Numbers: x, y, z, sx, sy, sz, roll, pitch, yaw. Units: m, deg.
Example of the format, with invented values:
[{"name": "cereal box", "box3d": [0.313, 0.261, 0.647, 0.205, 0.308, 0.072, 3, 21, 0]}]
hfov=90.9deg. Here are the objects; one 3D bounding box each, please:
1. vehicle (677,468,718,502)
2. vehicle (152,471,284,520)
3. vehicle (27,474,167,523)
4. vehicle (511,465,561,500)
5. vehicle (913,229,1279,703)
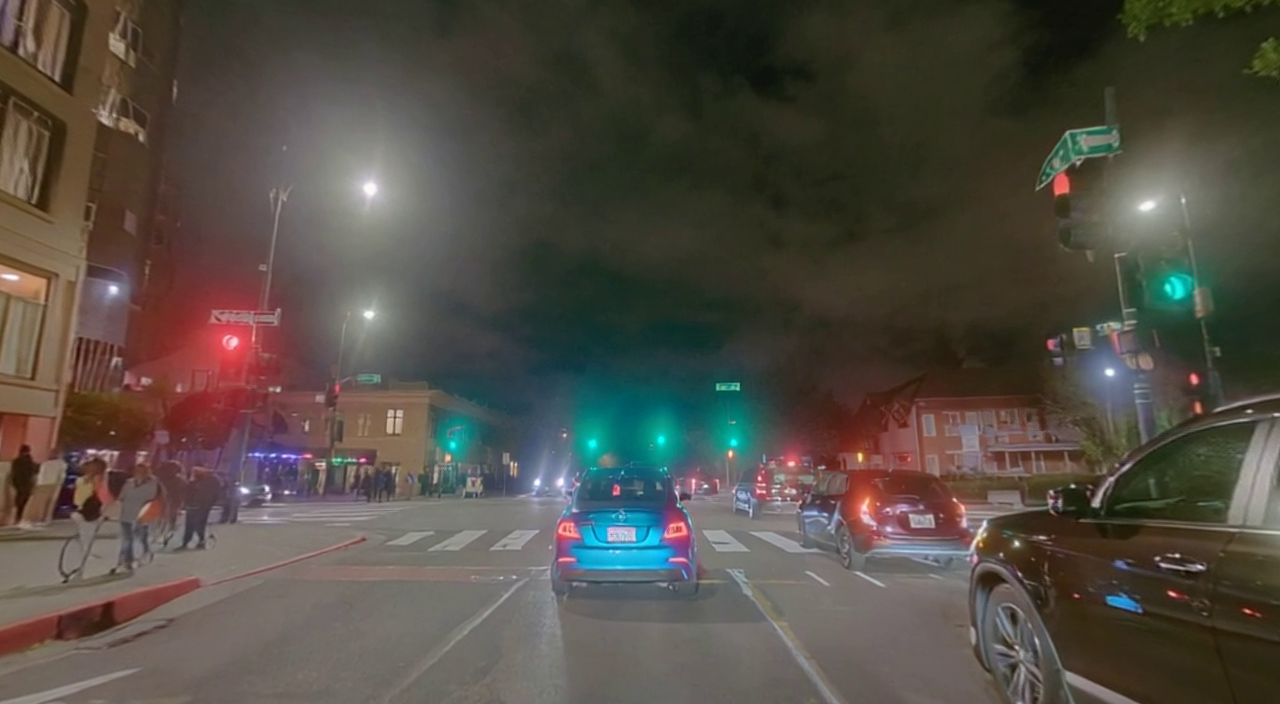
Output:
[{"name": "vehicle", "box3d": [3.477, 8.130, 38.775, 1.908, 1.741, 4.066, 0, -9, -3]}, {"name": "vehicle", "box3d": [-19.767, 6.724, 29.679, 4.750, 2.083, 2.002, -1, -9, 3]}, {"name": "vehicle", "box3d": [-25.457, 6.850, 29.698, 4.588, 2.048, 2.110, 0, -9, 1]}, {"name": "vehicle", "box3d": [-6.344, 8.005, 38.986, 2.226, 1.896, 4.438, -1, -9, 1]}, {"name": "vehicle", "box3d": [3.200, 0.534, 1.215, 2.632, 1.979, 6.096, 0, -9, 0]}]
